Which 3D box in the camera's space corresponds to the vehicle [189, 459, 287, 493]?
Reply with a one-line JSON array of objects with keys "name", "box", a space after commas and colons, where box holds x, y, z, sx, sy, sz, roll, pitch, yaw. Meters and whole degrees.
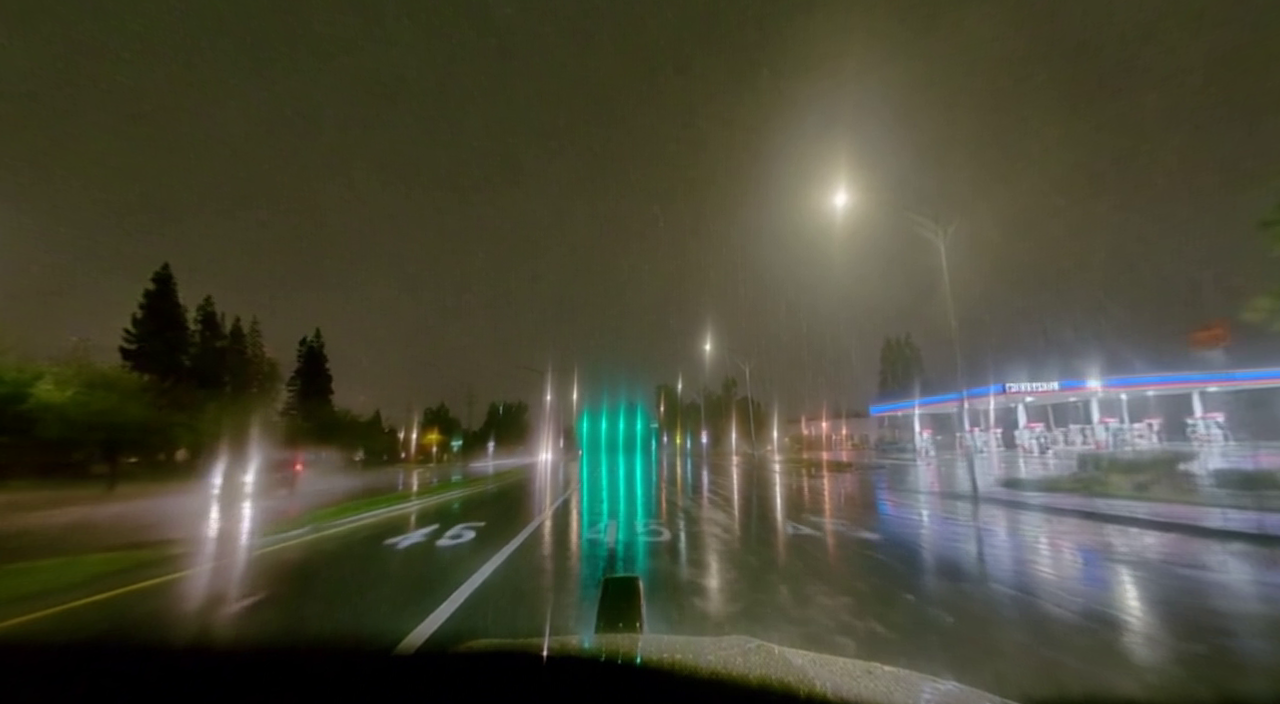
[{"name": "vehicle", "box": [-20.095, 6.194, 31.845, 1.927, 1.497, 4.393, -1, -9, 1]}]

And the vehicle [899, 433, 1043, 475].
[{"name": "vehicle", "box": [12.934, 4.010, 24.901, 4.548, 1.568, 1.953, 0, -9, -2]}]
